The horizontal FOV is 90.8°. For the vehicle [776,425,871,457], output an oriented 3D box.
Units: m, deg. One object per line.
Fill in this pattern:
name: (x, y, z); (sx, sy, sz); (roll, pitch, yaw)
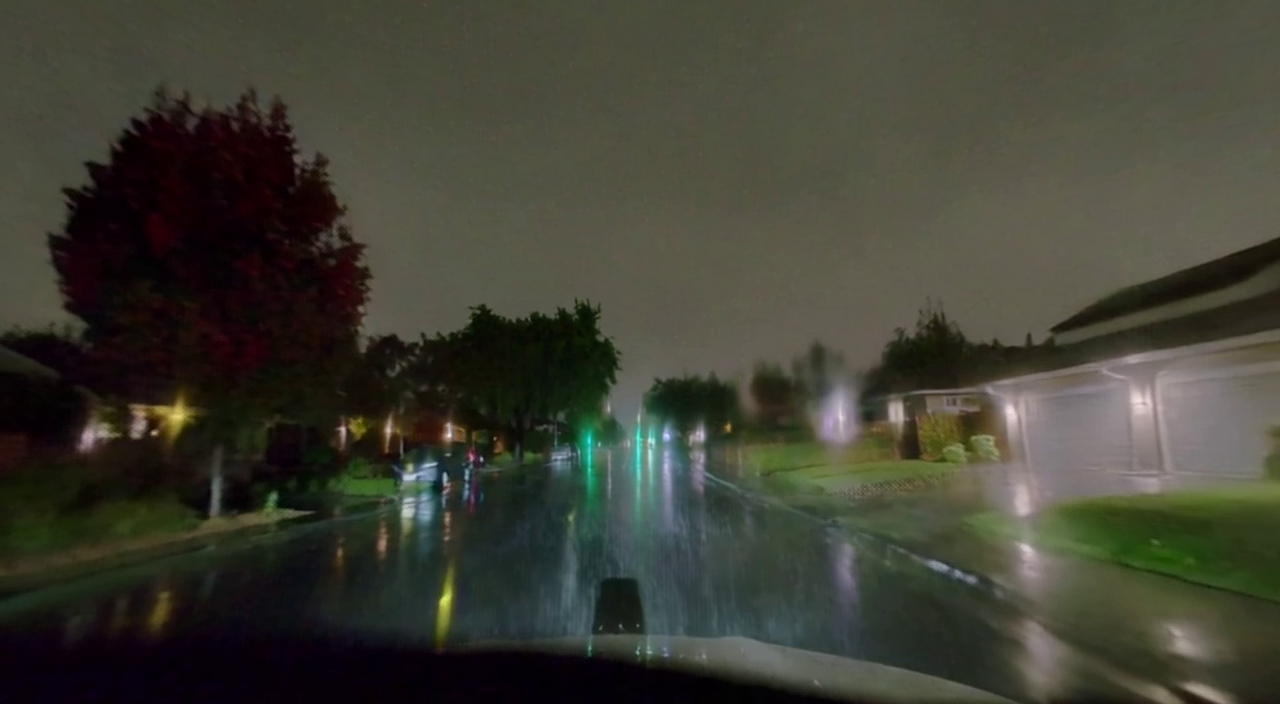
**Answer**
vehicle: (11.743, 5.717, 40.692); (5.367, 1.953, 2.257); (1, -9, -7)

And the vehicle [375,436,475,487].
vehicle: (-8.627, 4.477, 25.965); (2.352, 1.843, 4.979); (-1, -10, 0)
